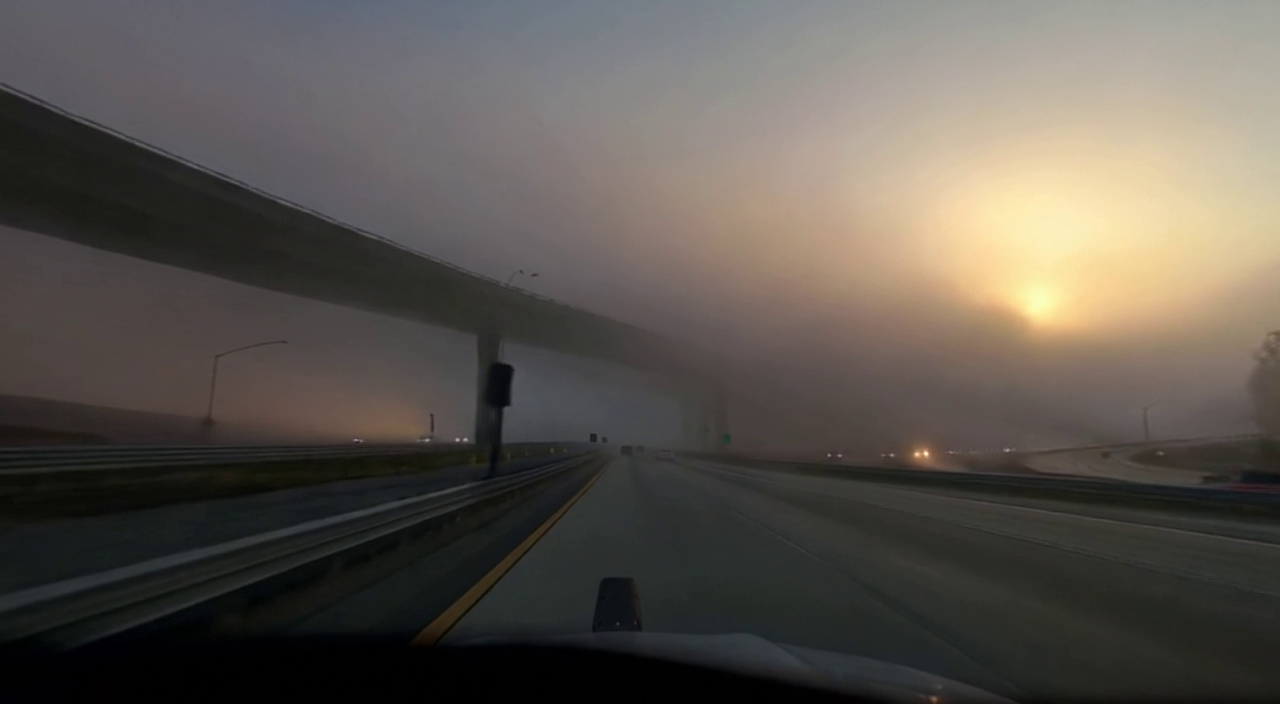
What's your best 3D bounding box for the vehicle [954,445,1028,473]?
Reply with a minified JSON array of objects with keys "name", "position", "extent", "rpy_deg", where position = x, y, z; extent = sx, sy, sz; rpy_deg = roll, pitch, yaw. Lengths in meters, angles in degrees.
[{"name":"vehicle","position":[20.727,6.288,37.520],"extent":[1.885,1.510,4.372],"rpy_deg":[0,-8,0]}]
